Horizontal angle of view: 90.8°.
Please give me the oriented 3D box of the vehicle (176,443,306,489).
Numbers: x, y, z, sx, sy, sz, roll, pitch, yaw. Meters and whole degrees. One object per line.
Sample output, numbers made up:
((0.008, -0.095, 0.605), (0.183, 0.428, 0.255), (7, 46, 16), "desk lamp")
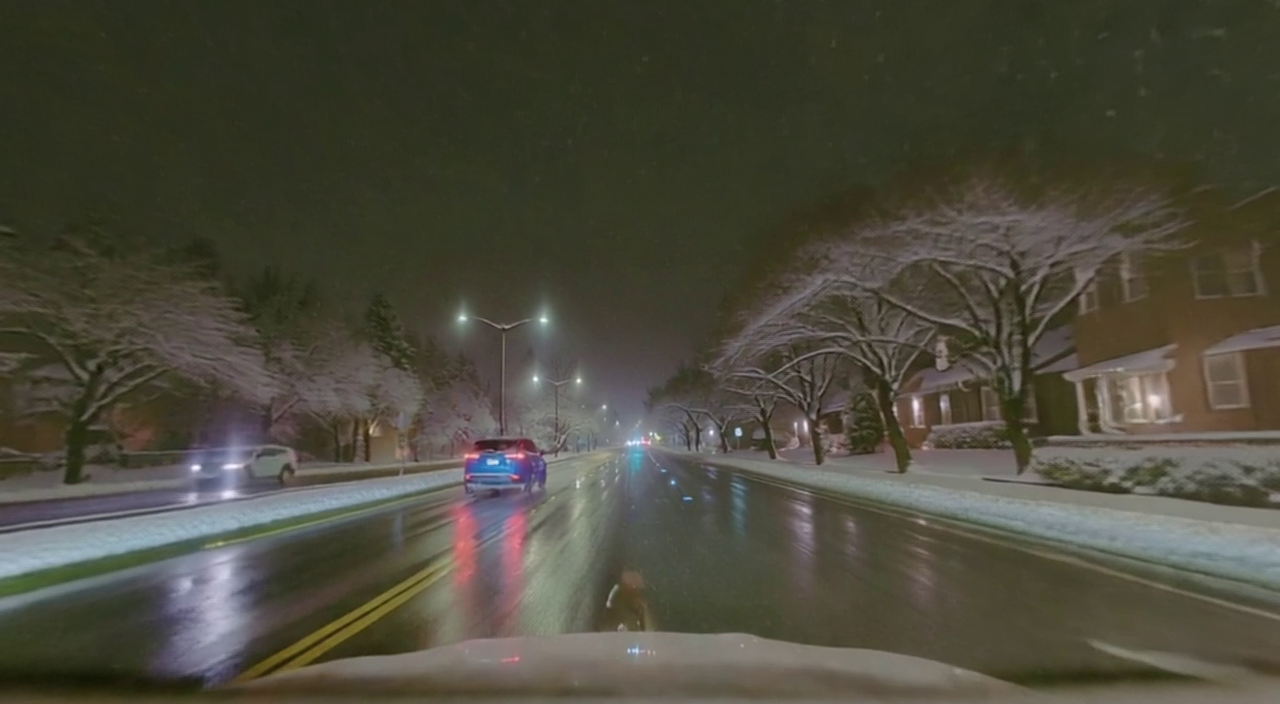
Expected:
((-16.676, 4.752, 26.804), (2.202, 1.724, 4.934), (-1, -8, 1), "vehicle")

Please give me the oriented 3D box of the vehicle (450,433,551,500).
((-3.971, 3.329, 18.818), (1.993, 1.733, 4.262), (-1, -8, 1), "vehicle")
